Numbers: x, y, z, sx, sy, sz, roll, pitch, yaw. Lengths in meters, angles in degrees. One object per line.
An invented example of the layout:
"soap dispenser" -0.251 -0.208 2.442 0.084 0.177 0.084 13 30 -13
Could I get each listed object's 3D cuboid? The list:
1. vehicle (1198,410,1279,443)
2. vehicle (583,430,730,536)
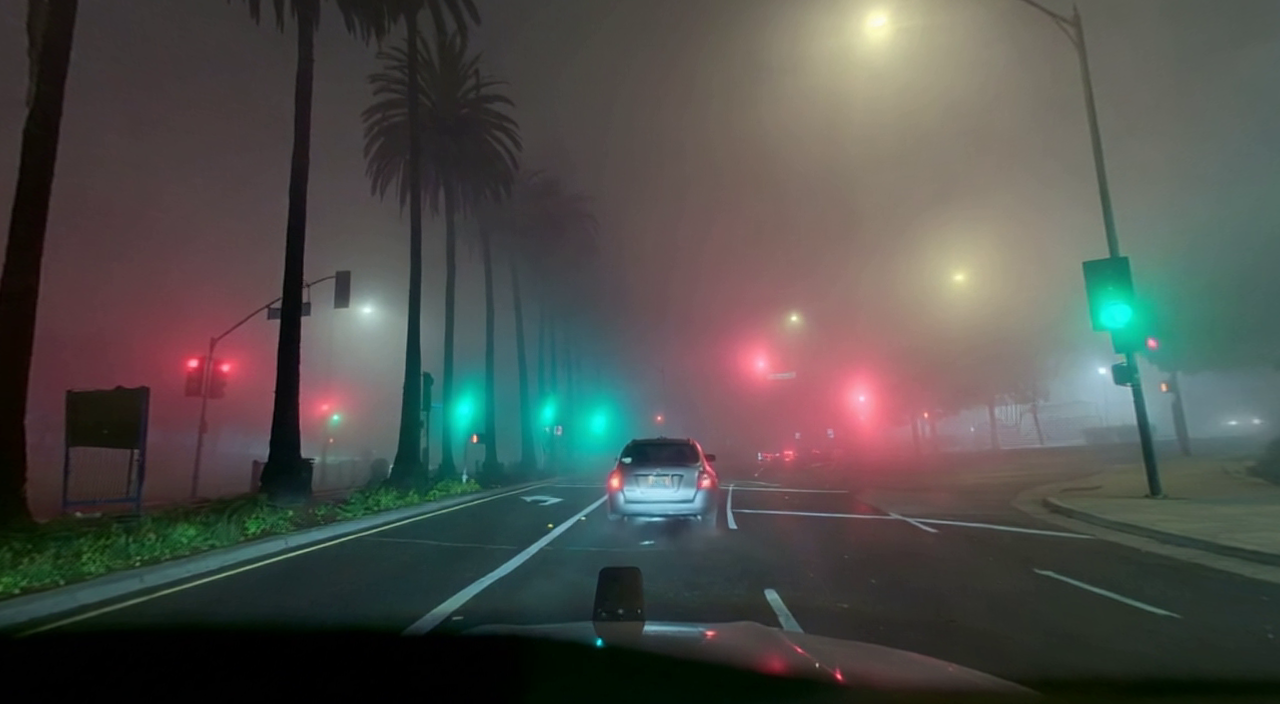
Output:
"vehicle" 36.509 4.460 37.658 5.049 1.861 2.081 2 -9 -12
"vehicle" 0.347 2.180 11.143 2.096 1.492 4.071 -1 -8 3
